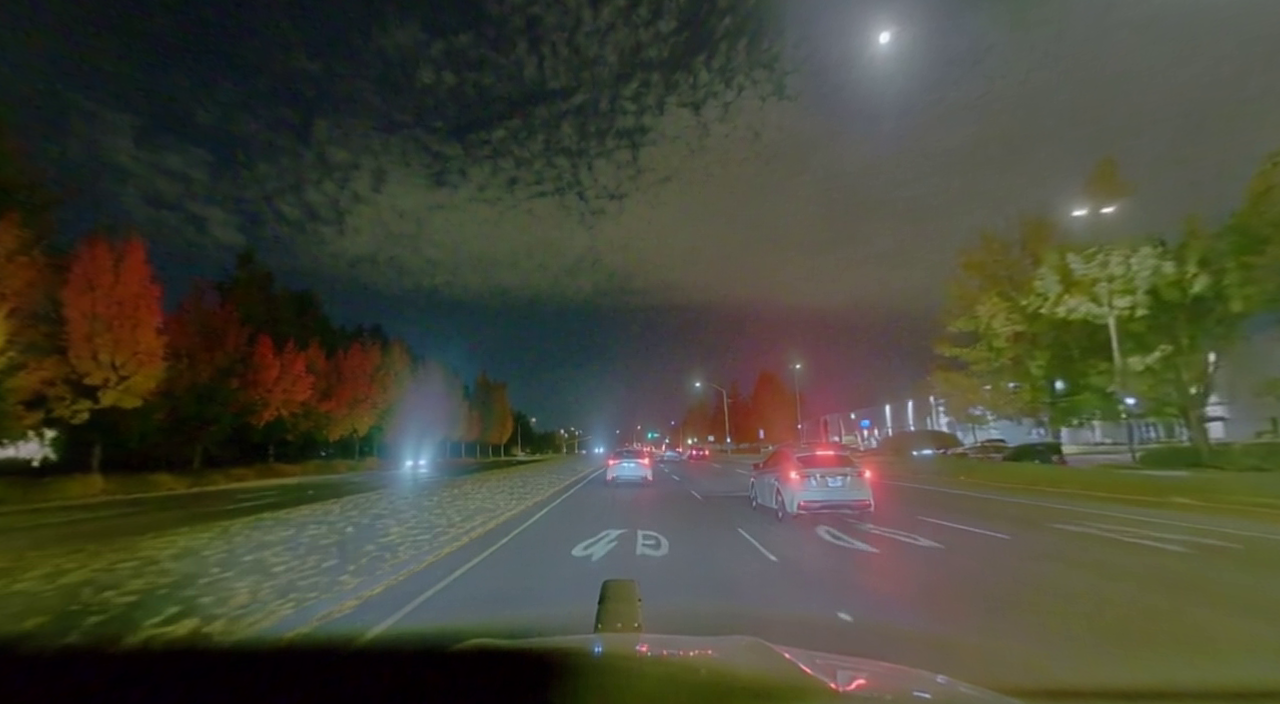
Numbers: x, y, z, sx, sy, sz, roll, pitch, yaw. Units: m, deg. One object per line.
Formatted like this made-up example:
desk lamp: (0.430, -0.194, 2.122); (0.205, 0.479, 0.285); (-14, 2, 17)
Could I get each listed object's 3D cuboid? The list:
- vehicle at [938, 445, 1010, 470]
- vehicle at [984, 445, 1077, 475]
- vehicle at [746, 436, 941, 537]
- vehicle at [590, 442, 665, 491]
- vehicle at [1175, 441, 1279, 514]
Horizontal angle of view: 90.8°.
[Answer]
vehicle: (20.787, 6.571, 39.577); (1.890, 1.455, 4.592); (1, -9, -2)
vehicle: (20.788, 5.745, 33.937); (1.890, 1.445, 4.805); (0, -9, -1)
vehicle: (3.405, 2.337, 11.640); (2.094, 1.480, 4.323); (0, -9, -1)
vehicle: (-0.391, 3.845, 21.522); (2.289, 1.471, 4.477); (0, -9, -1)
vehicle: (14.502, 2.629, 13.166); (2.049, 1.521, 5.277); (0, -9, 0)
